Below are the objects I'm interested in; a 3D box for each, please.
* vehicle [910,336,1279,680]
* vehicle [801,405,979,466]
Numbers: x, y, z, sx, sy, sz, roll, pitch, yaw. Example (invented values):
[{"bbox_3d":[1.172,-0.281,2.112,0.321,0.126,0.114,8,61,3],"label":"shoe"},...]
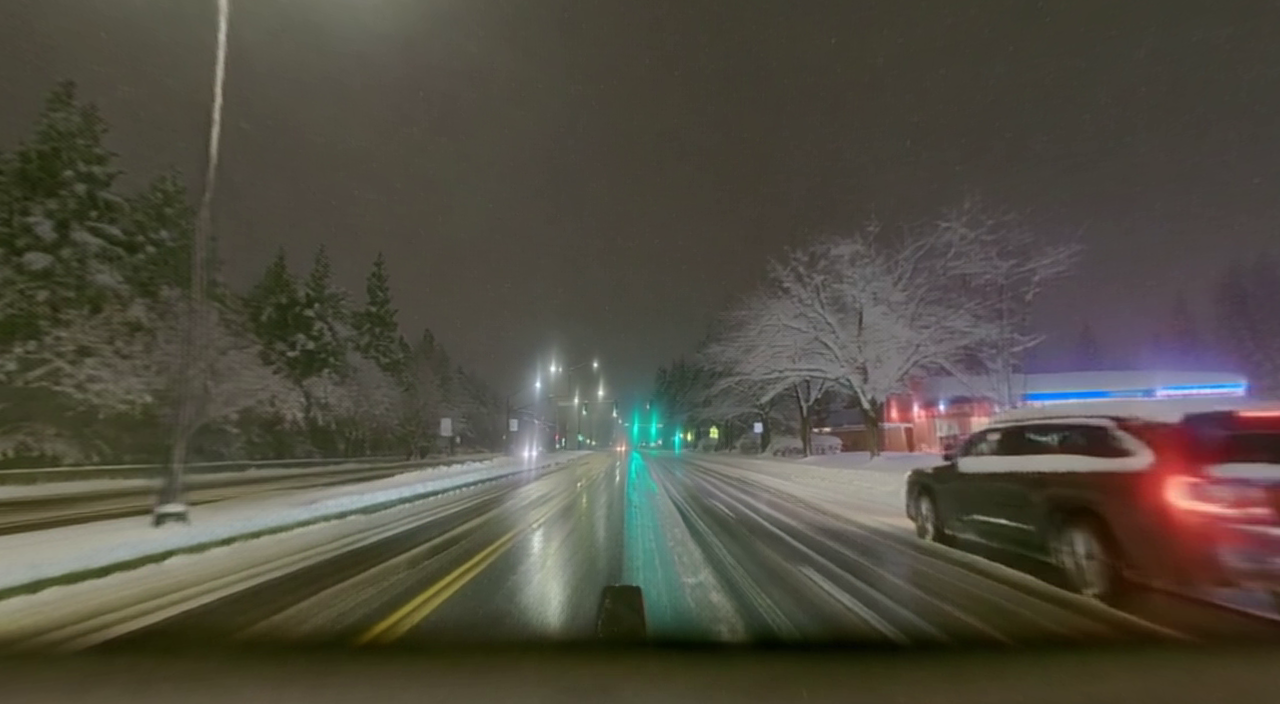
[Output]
[{"bbox_3d":[4.660,1.179,5.698,2.245,1.864,5.076,0,-8,1],"label":"vehicle"},{"bbox_3d":[14.457,4.879,37.070,9.127,3.409,2.992,0,-8,-1],"label":"vehicle"}]
